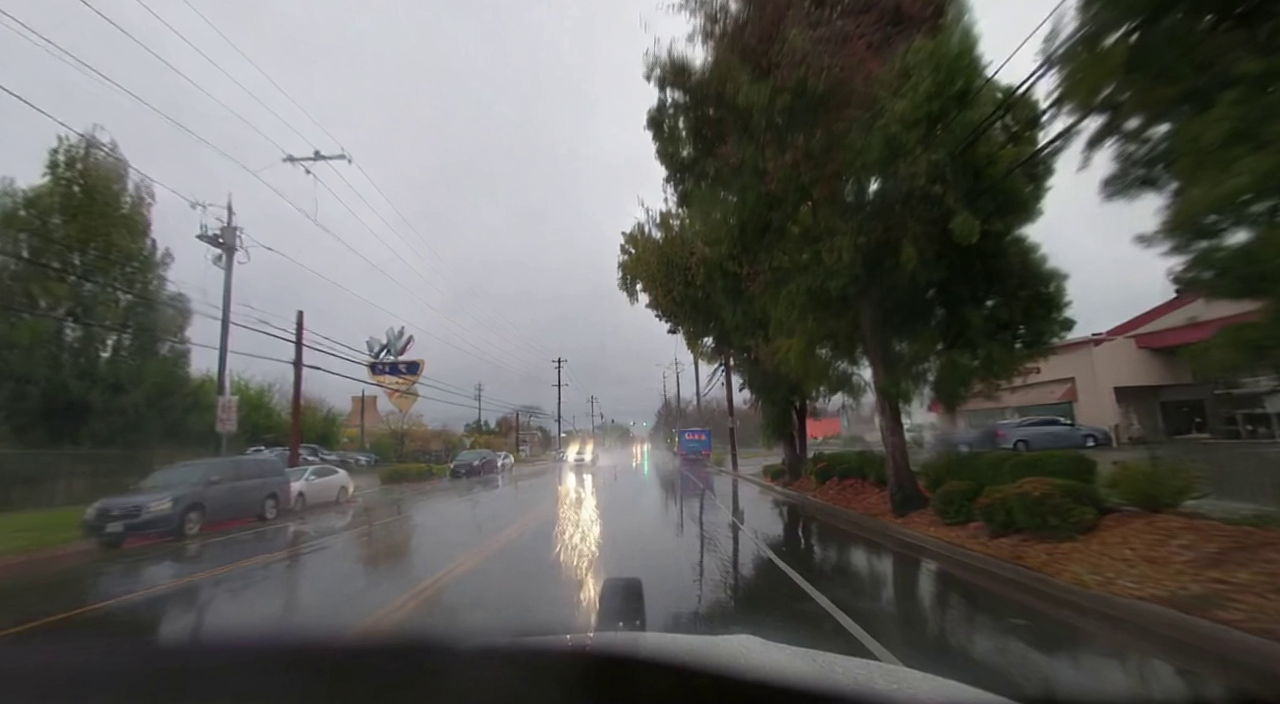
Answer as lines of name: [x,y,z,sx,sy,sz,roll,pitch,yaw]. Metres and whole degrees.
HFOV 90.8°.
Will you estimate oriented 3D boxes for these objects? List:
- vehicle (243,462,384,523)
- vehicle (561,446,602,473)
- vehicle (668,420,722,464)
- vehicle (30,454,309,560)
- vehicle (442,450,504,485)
vehicle: [-9.376,4.044,18.629,1.768,1.454,4.340,0,-9,1]
vehicle: [-3.489,6.514,38.489,2.042,1.530,3.980,0,-9,1]
vehicle: [4.089,7.116,49.537,3.168,3.106,9.350,0,-9,-1]
vehicle: [-9.622,3.133,13.671,2.059,1.783,5.024,0,-9,1]
vehicle: [-8.881,6.163,34.113,1.938,1.756,4.686,0,-9,2]
